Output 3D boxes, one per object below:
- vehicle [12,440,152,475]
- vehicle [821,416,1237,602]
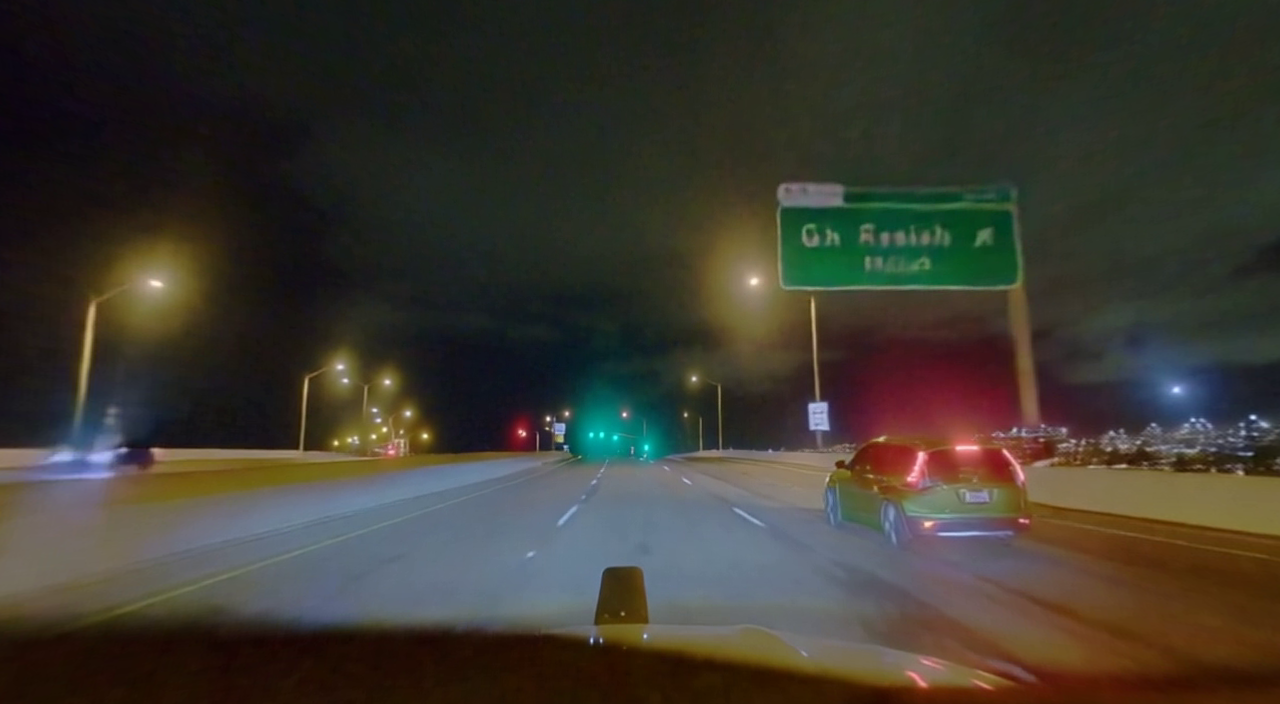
[{"bbox_3d":[-25.585,4.837,29.203,2.158,1.466,4.639,0,-9,1],"label":"vehicle"},{"bbox_3d":[4.028,1.703,7.818,2.104,1.575,4.698,0,-9,-1],"label":"vehicle"}]
